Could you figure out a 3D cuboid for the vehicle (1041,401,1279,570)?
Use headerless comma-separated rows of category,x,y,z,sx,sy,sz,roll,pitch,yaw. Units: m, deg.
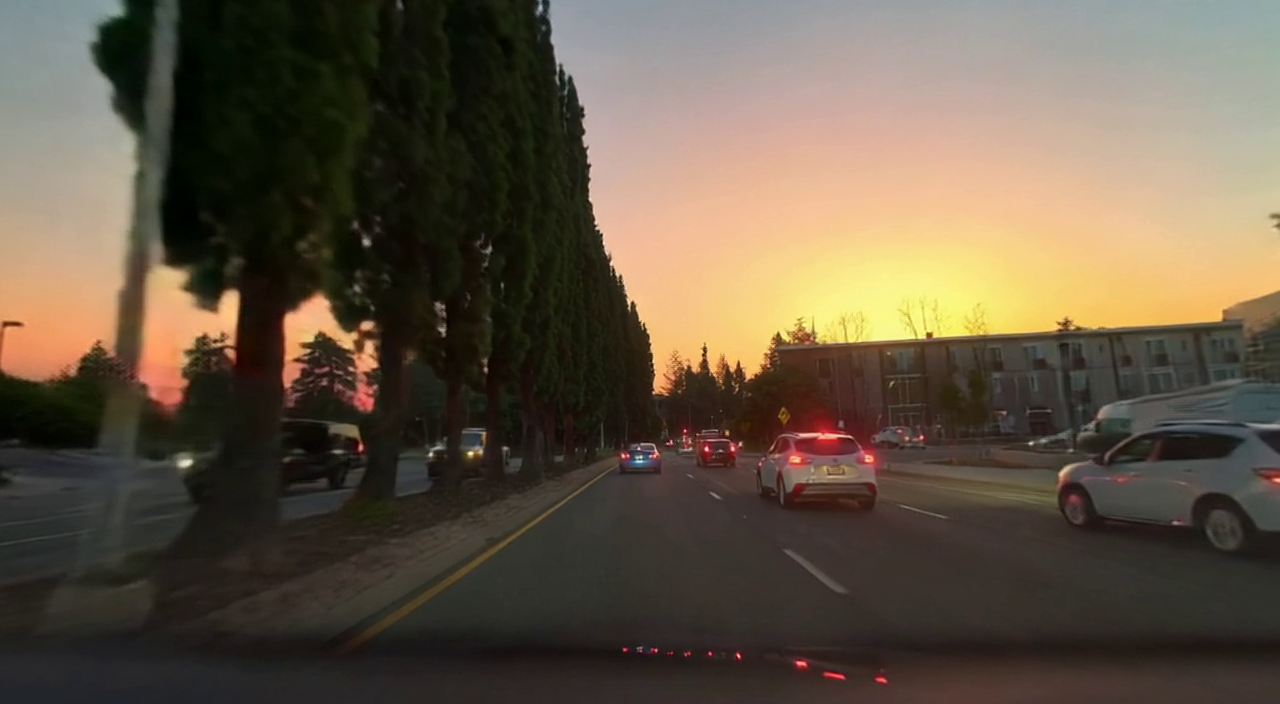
vehicle,7.587,1.626,8.029,2.008,1.714,4.407,0,-9,1

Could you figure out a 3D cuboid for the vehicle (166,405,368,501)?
vehicle,-11.174,3.132,19.587,2.585,2.507,5.743,0,-9,2

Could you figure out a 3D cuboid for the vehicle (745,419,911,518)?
vehicle,3.661,2.388,13.216,2.130,1.718,4.310,0,-9,0

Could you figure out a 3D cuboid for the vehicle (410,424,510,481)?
vehicle,-7.608,4.360,27.313,2.469,2.200,5.517,0,-9,3

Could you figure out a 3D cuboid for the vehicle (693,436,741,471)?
vehicle,4.042,5.419,33.611,1.982,1.709,4.427,0,-9,0

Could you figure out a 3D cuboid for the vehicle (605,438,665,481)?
vehicle,-0.138,4.099,24.125,2.111,1.506,4.018,0,-9,1
